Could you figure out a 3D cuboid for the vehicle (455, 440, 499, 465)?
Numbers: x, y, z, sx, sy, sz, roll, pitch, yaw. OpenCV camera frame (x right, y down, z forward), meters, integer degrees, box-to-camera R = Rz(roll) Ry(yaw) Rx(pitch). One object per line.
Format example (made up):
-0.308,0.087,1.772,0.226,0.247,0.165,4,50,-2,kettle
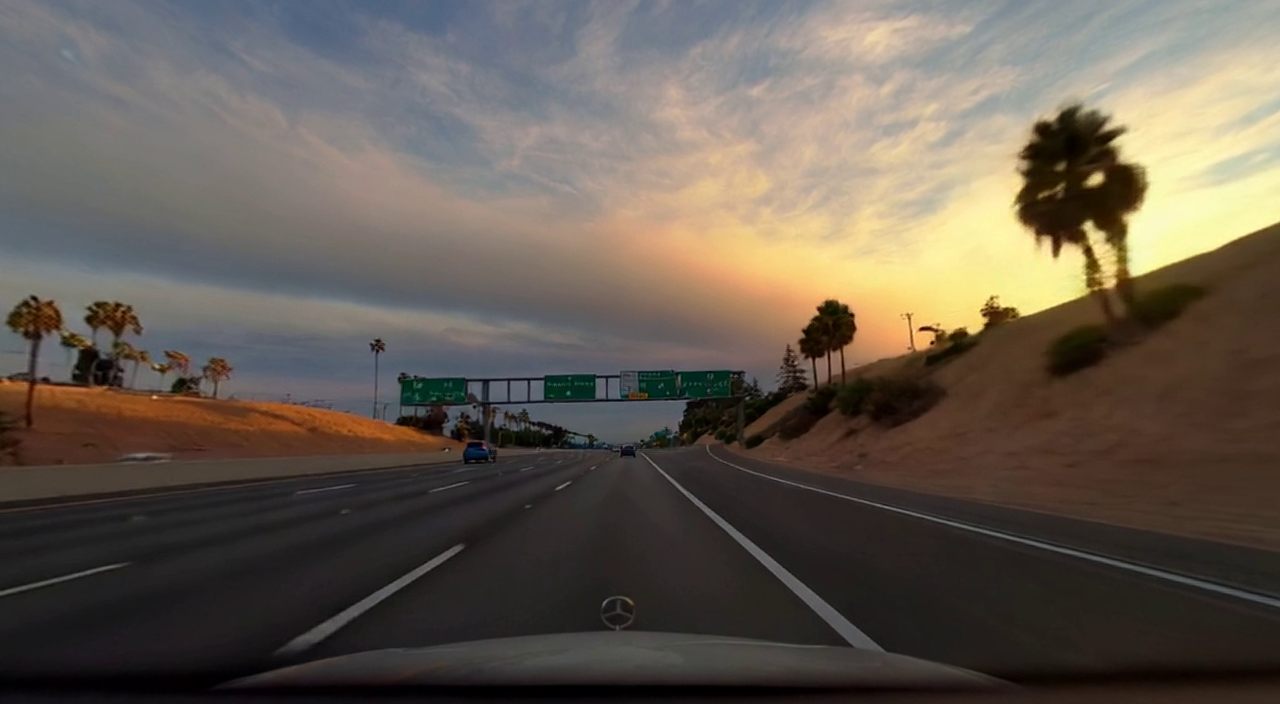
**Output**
-11.923,7.382,46.625,2.016,1.754,4.543,0,-8,0,vehicle
